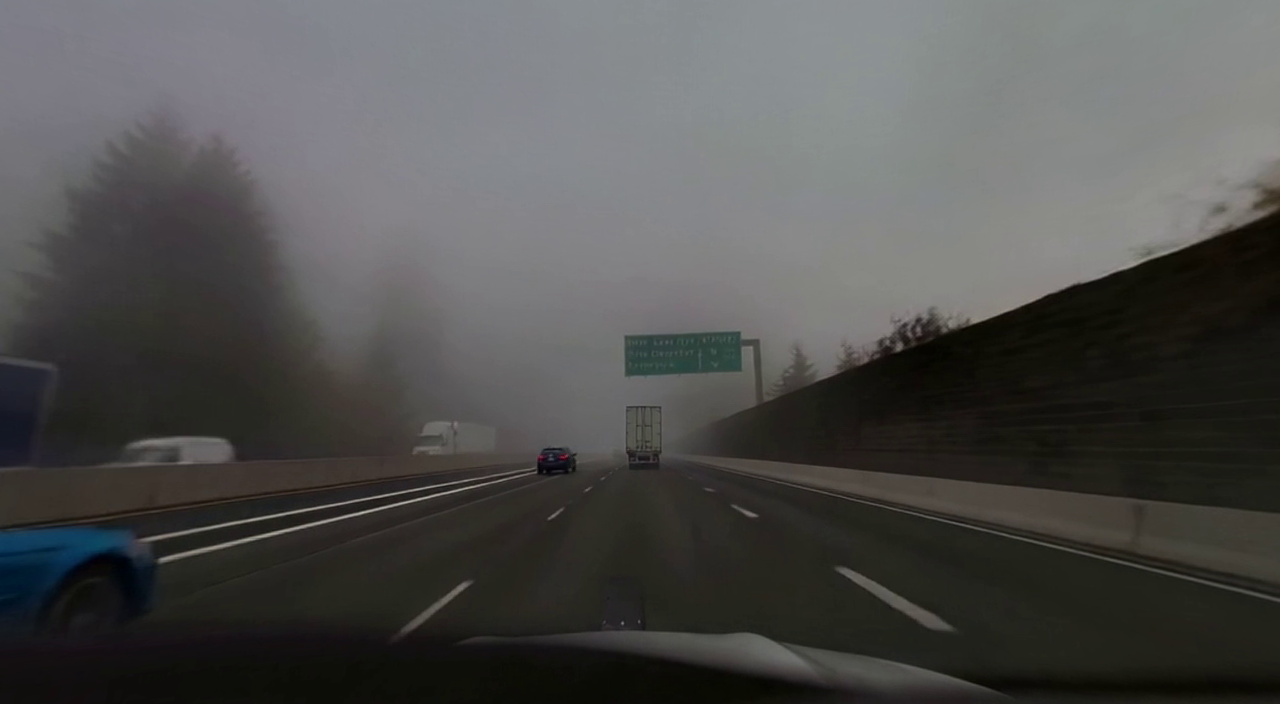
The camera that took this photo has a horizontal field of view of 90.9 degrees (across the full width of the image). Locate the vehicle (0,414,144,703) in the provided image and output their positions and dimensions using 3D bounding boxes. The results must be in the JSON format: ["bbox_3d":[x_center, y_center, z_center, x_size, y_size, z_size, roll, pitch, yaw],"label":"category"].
[{"bbox_3d":[-4.212,0.826,1.652,1.977,1.478,4.702,0,-9,0],"label":"vehicle"}]

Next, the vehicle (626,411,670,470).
[{"bbox_3d":[0.621,6.908,48.692,2.980,4.051,10.359,0,-9,1],"label":"vehicle"}]

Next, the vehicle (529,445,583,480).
[{"bbox_3d":[-4.031,5.376,30.954,1.974,1.531,4.429,0,-9,1],"label":"vehicle"}]
